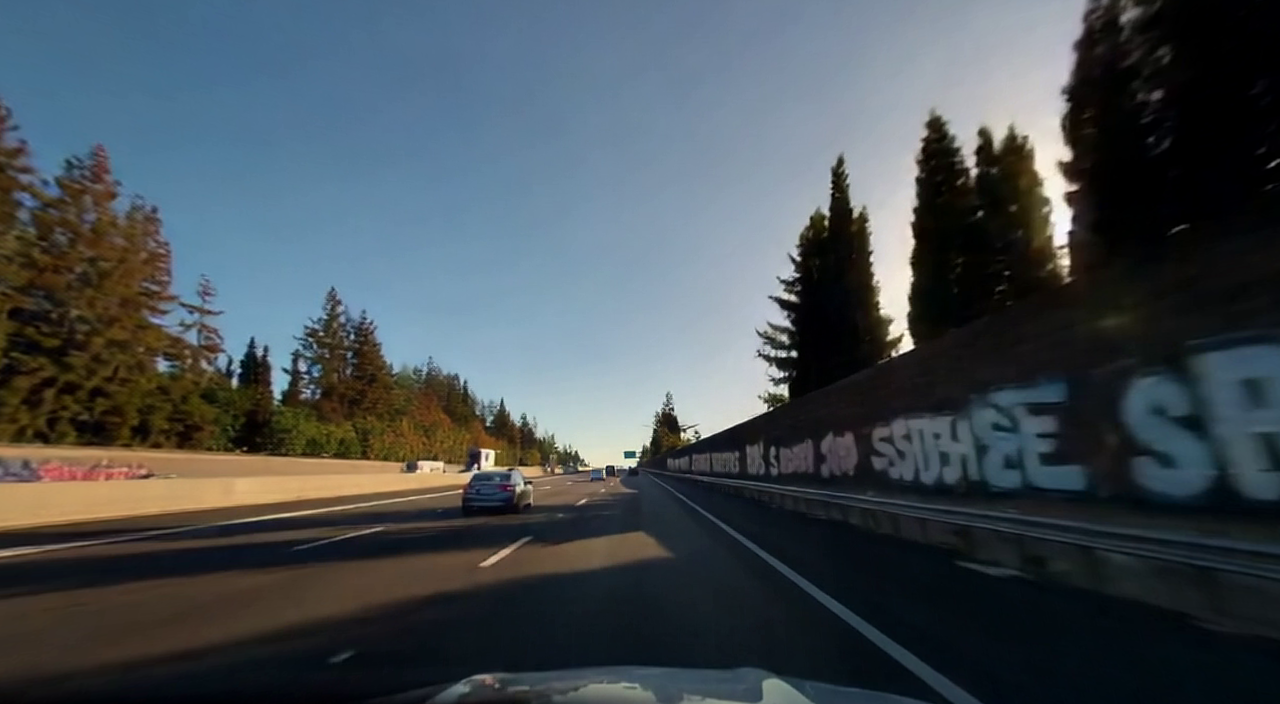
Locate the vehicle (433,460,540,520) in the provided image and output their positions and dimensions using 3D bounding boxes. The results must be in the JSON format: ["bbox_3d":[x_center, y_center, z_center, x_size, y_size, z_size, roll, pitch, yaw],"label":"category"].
[{"bbox_3d":[-4.088,3.745,17.419,1.941,1.437,3.829,1,-10,0],"label":"vehicle"}]
